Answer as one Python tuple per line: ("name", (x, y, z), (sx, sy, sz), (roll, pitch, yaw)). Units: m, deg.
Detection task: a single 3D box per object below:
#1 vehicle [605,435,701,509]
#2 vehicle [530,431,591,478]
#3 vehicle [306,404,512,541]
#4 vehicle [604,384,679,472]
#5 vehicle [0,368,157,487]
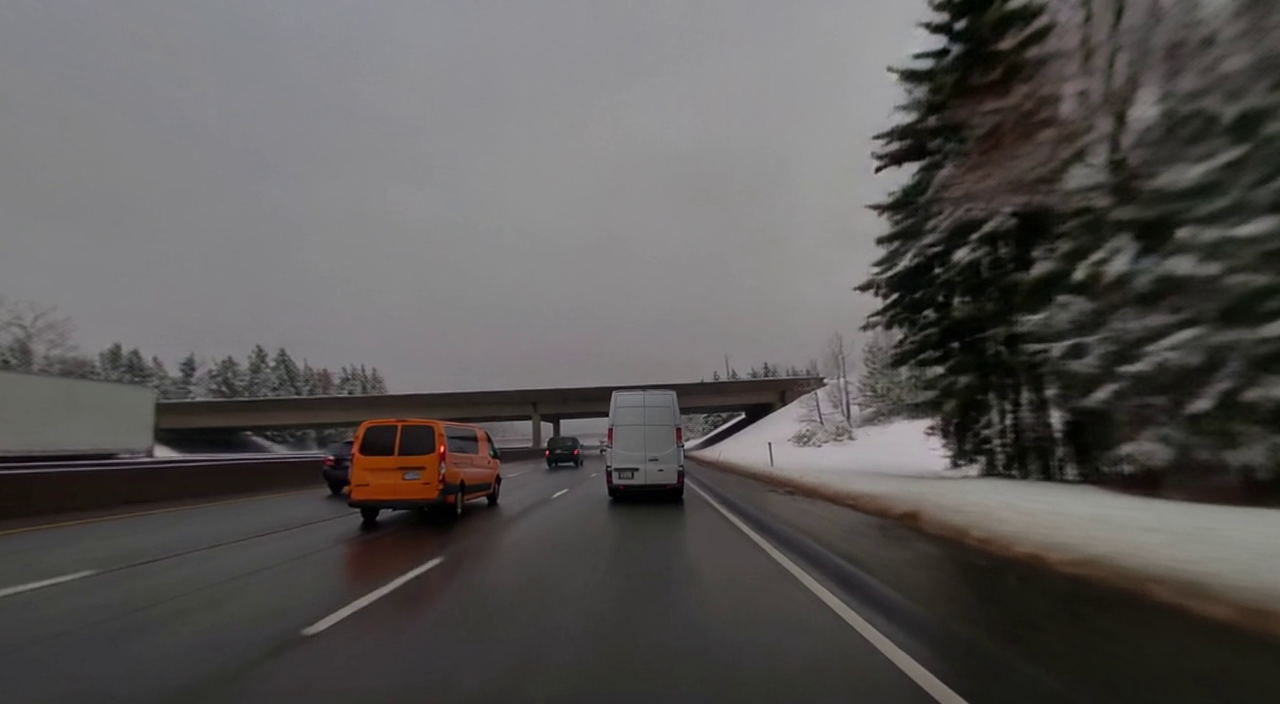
("vehicle", (0.253, 2.760, 14.798), (1.991, 1.507, 3.391), (0, -9, 0))
("vehicle", (-3.414, 4.515, 27.868), (2.068, 1.862, 4.234), (0, -9, 1))
("vehicle", (-3.615, 1.972, 10.775), (1.951, 1.882, 3.979), (0, -9, 0))
("vehicle", (0.385, 4.754, 36.908), (3.289, 3.822, 18.653), (0, -9, 2))
("vehicle", (-23.715, 2.602, 21.674), (2.813, 4.101, 14.020), (0, -9, 1))
